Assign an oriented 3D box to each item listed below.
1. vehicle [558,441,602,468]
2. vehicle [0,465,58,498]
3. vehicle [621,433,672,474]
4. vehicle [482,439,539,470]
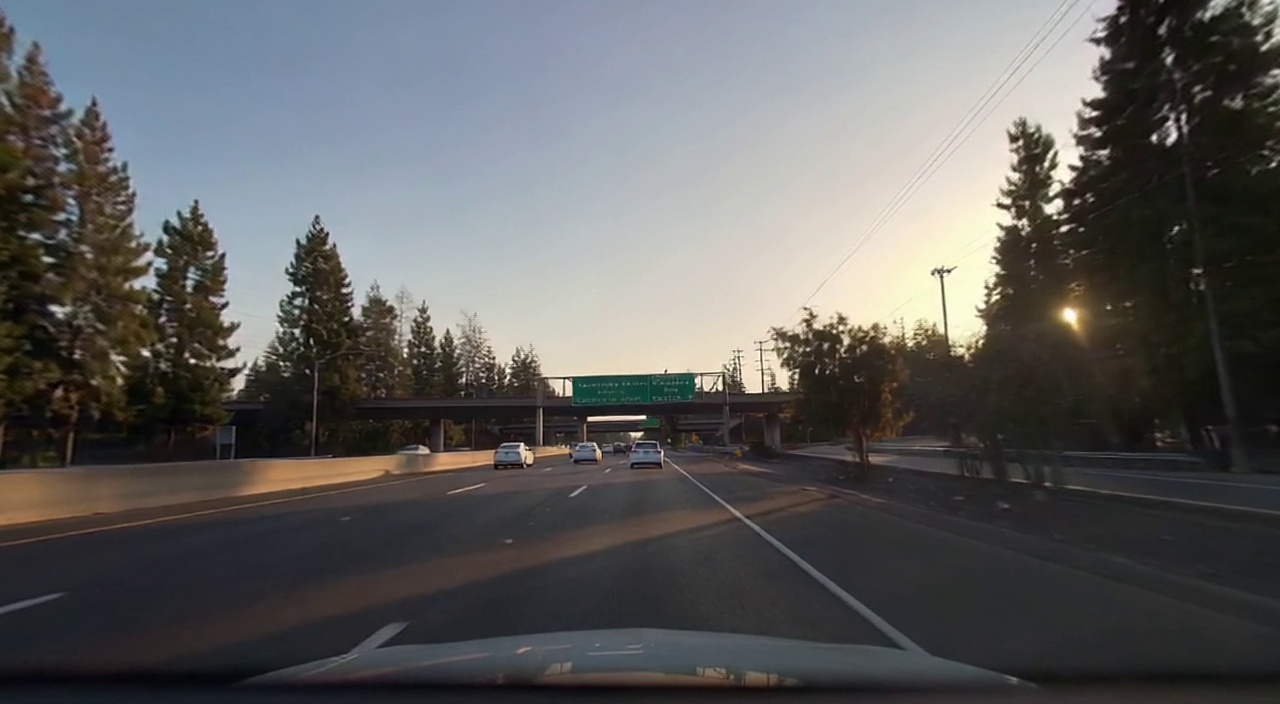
[{"bbox_3d":[-3.415,5.957,36.895,2.056,1.464,4.564,0,-8,1],"label":"vehicle"},{"bbox_3d":[-36.467,7.623,37.361,1.916,1.664,4.530,5,-10,-31],"label":"vehicle"},{"bbox_3d":[0.285,4.627,28.905,2.152,1.697,4.066,0,-8,0],"label":"vehicle"},{"bbox_3d":[-7.307,5.831,36.105,2.139,1.653,4.614,0,-8,2],"label":"vehicle"}]
